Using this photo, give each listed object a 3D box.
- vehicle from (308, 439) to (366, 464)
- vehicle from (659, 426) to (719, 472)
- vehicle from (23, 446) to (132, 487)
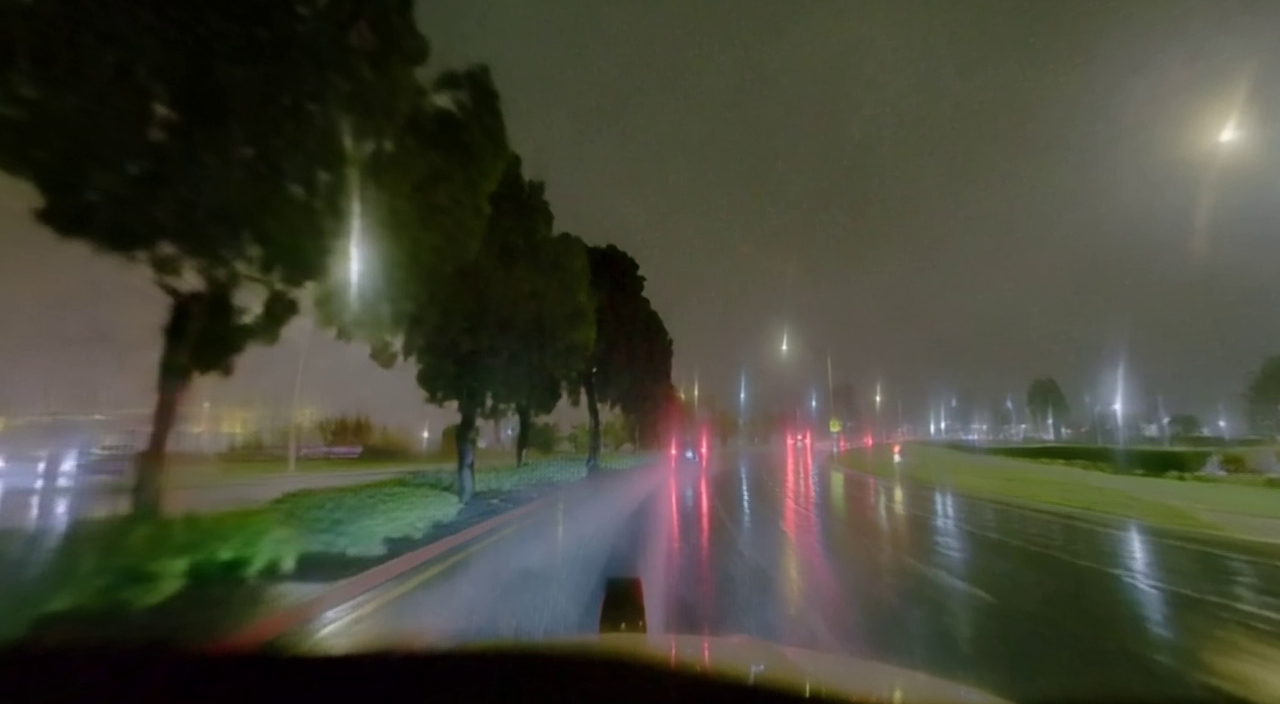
[{"bbox_3d":[-19.059,6.289,39.714,1.829,1.501,4.149,1,-9,-4],"label":"vehicle"},{"bbox_3d":[2.415,4.507,29.251,2.371,1.926,5.615,-1,-9,8],"label":"vehicle"},{"bbox_3d":[-24.073,4.857,27.102,2.058,1.580,4.134,3,-9,-21],"label":"vehicle"}]
